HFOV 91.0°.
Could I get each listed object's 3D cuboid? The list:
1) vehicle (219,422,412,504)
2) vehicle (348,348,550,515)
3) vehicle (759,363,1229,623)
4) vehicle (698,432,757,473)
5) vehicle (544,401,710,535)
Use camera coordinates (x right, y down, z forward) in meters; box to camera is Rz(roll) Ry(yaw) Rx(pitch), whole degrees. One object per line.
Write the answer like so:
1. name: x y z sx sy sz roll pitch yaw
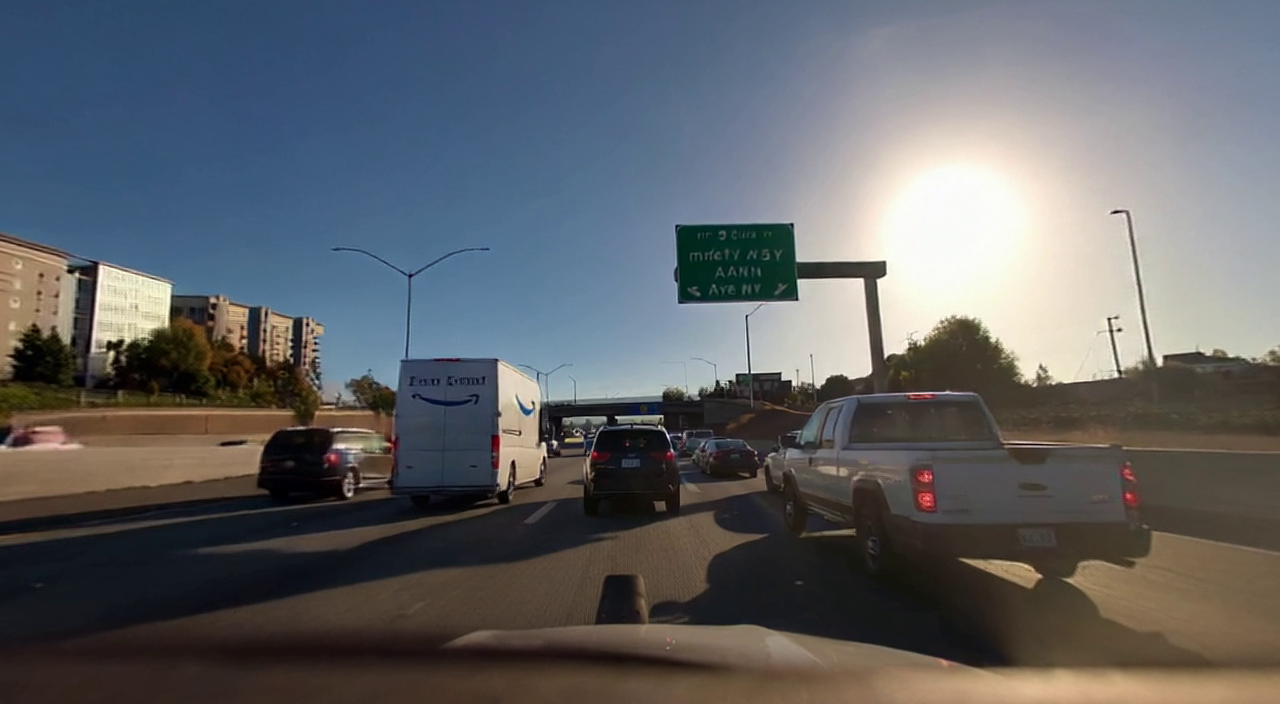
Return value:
1. vehicle: -7.237 2.525 14.752 2.031 1.583 4.646 0 -8 0
2. vehicle: -3.724 1.831 14.122 2.415 2.821 6.636 0 -8 0
3. vehicle: 3.086 1.411 7.254 2.341 1.890 5.144 1 -8 -1
4. vehicle: 3.920 4.603 28.957 2.064 1.720 4.416 0 -8 0
5. vehicle: -0.167 1.929 10.954 2.287 1.823 4.369 0 -8 0
